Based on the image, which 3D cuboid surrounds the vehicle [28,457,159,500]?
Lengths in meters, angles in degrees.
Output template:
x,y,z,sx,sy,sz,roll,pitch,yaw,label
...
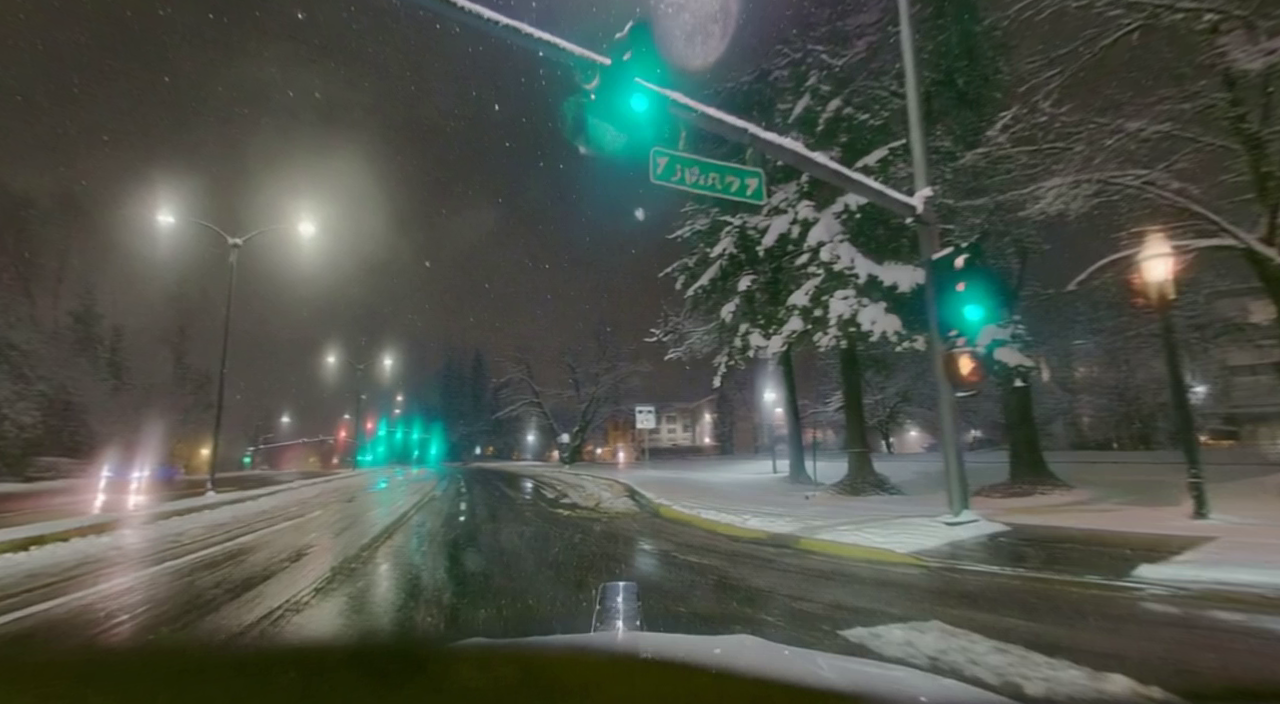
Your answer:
x,y,z,sx,sy,sz,roll,pitch,yaw,label
-22.373,5.149,26.166,2.152,1.521,4.767,2,-9,-16,vehicle
